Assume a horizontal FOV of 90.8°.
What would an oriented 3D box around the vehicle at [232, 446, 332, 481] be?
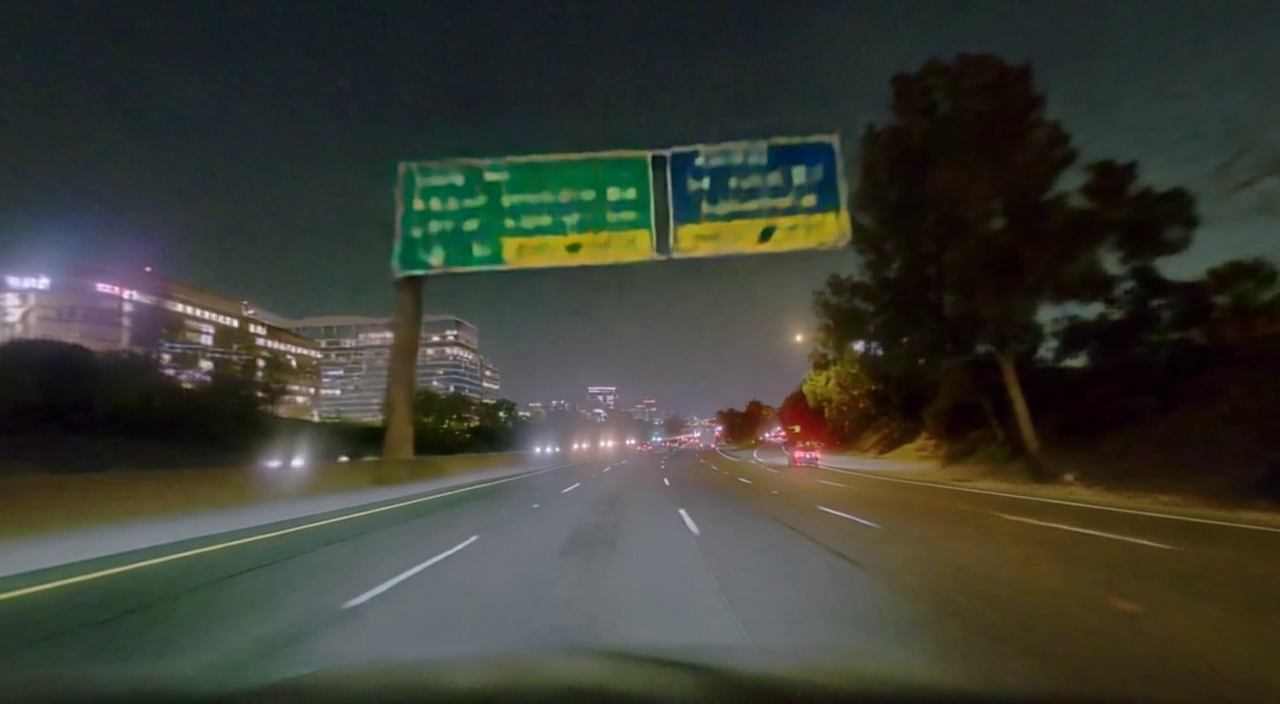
[{"bbox_3d":[-15.827,4.928,28.217,1.807,1.418,4.486,0,-9,0],"label":"vehicle"}]
